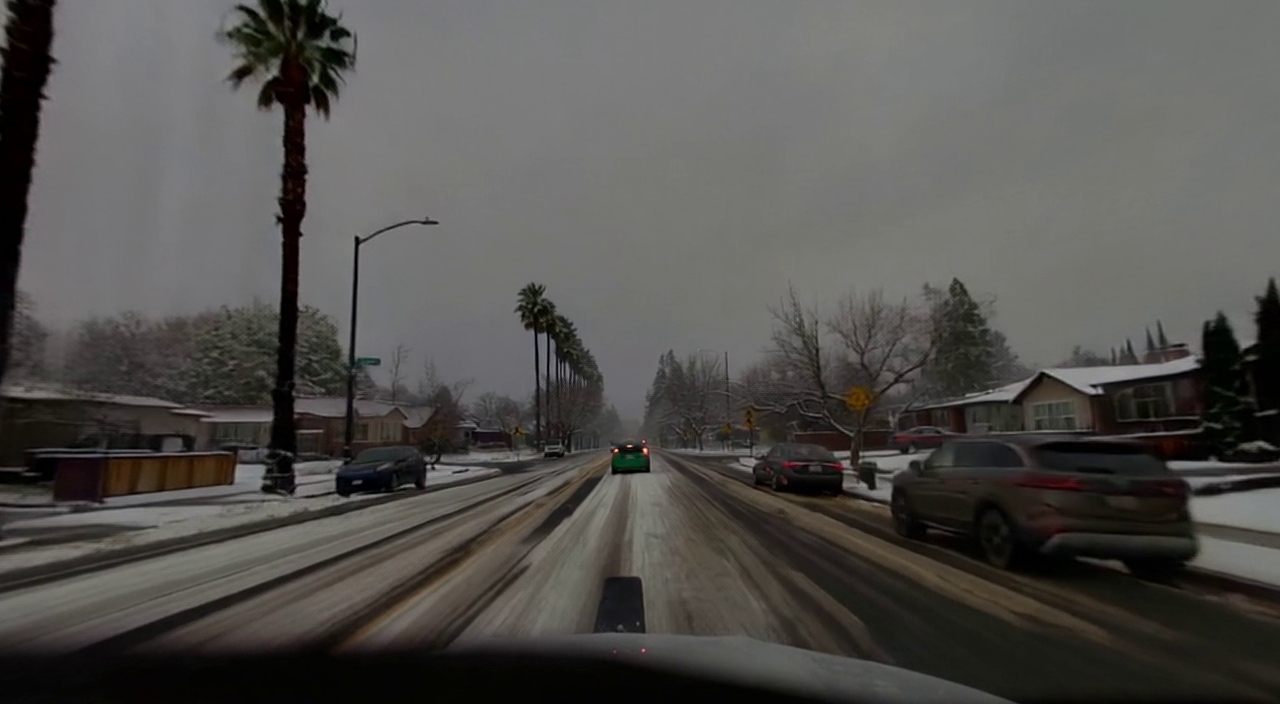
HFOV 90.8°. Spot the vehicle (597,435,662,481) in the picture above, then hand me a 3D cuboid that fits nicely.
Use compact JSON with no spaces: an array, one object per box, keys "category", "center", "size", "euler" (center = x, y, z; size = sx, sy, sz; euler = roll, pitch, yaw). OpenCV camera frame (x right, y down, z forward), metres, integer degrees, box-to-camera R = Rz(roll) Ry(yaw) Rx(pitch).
[{"category":"vehicle","center":[-0.408,3.751,22.604],"size":[2.098,1.483,4.099],"euler":[0,-8,-2]}]

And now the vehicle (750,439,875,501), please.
[{"category":"vehicle","center":[4.698,3.295,18.198],"size":[2.013,1.501,5.235],"euler":[0,-8,-1]}]

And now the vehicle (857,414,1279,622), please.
[{"category":"vehicle","center":[4.570,1.734,7.833],"size":[2.017,1.646,5.389],"euler":[0,-9,2]}]

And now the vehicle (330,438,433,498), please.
[{"category":"vehicle","center":[-8.804,3.923,21.921],"size":[1.945,1.666,4.107],"euler":[-3,-6,-2]}]
